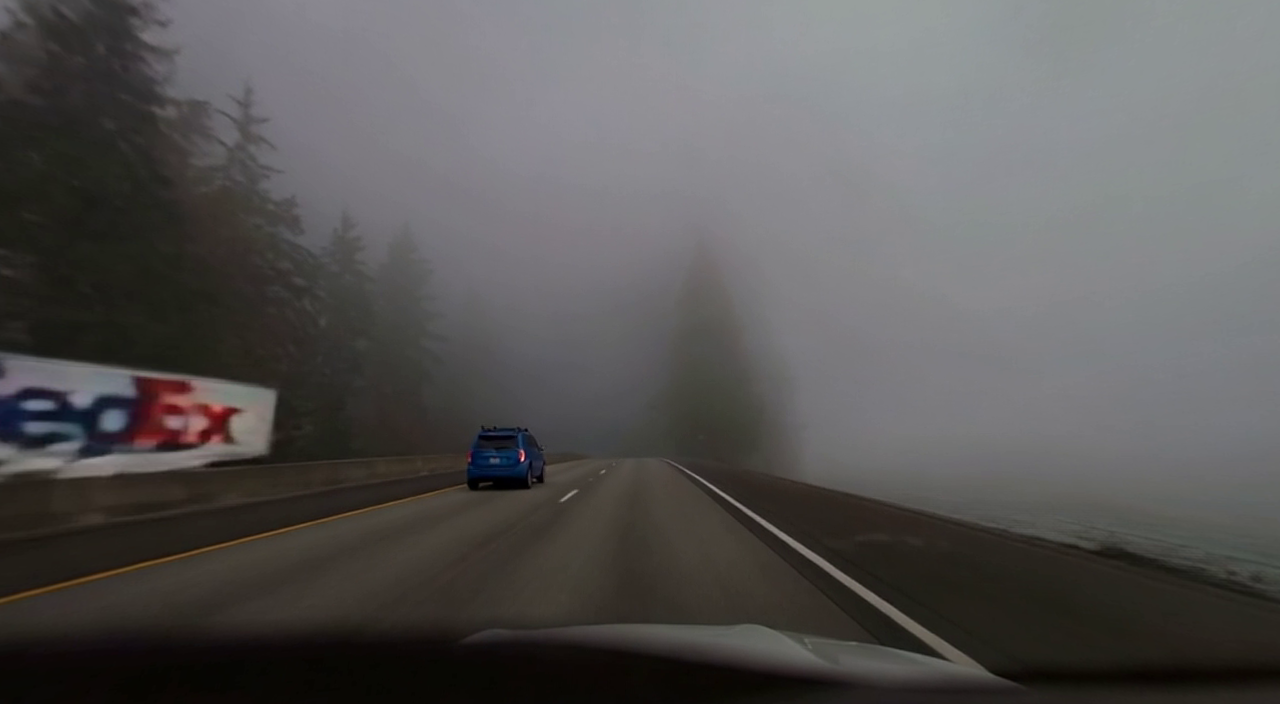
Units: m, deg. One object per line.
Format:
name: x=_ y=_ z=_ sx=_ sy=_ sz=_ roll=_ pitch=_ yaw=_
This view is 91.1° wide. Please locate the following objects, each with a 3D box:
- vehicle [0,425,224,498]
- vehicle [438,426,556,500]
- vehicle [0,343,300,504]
vehicle: x=-13.865 y=2.835 z=16.788 sx=1.975 sy=1.630 sz=5.130 roll=0 pitch=-8 yaw=0
vehicle: x=-3.726 y=2.976 z=17.296 sx=2.084 sy=1.752 sz=4.479 roll=0 pitch=-8 yaw=1
vehicle: x=-17.914 y=2.637 z=21.697 sx=2.945 sy=4.100 sz=16.364 roll=0 pitch=-8 yaw=1
